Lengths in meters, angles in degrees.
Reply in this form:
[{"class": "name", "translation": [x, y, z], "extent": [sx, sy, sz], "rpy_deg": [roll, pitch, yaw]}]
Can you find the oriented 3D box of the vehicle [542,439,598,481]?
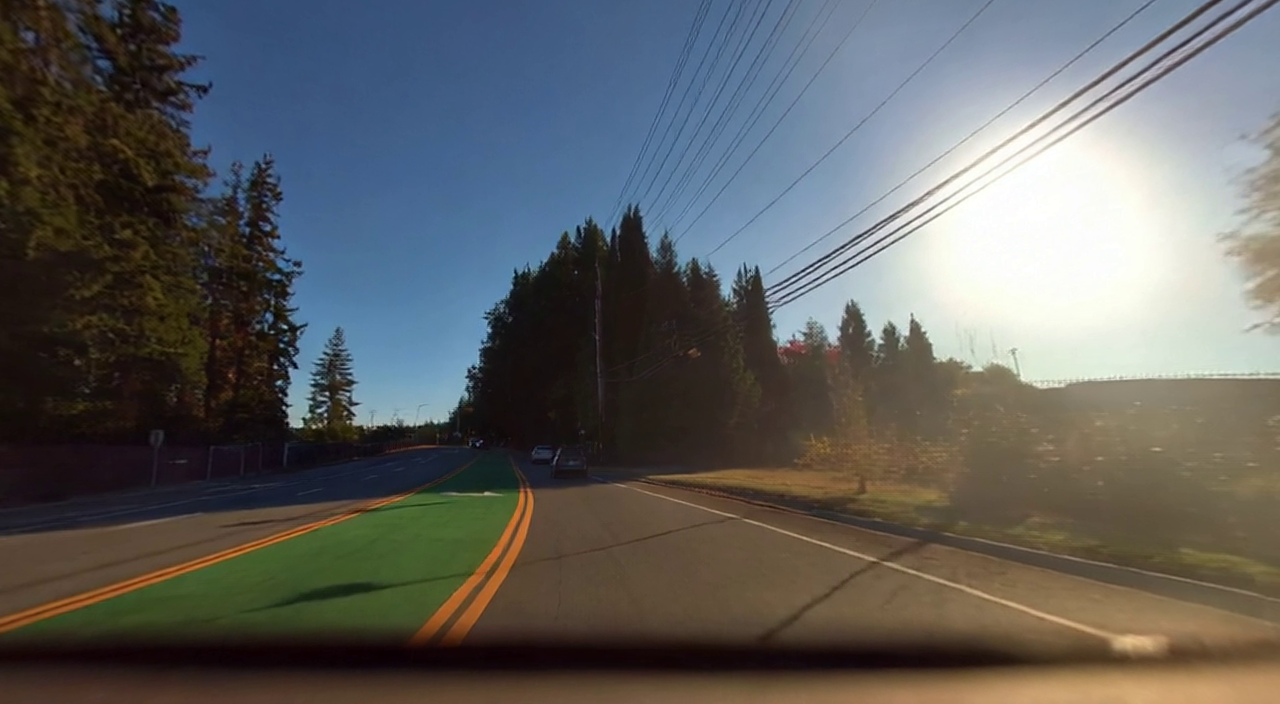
[{"class": "vehicle", "translation": [-3.405, 5.058, 29.908], "extent": [2.140, 1.767, 4.720], "rpy_deg": [2, -9, -12]}]
